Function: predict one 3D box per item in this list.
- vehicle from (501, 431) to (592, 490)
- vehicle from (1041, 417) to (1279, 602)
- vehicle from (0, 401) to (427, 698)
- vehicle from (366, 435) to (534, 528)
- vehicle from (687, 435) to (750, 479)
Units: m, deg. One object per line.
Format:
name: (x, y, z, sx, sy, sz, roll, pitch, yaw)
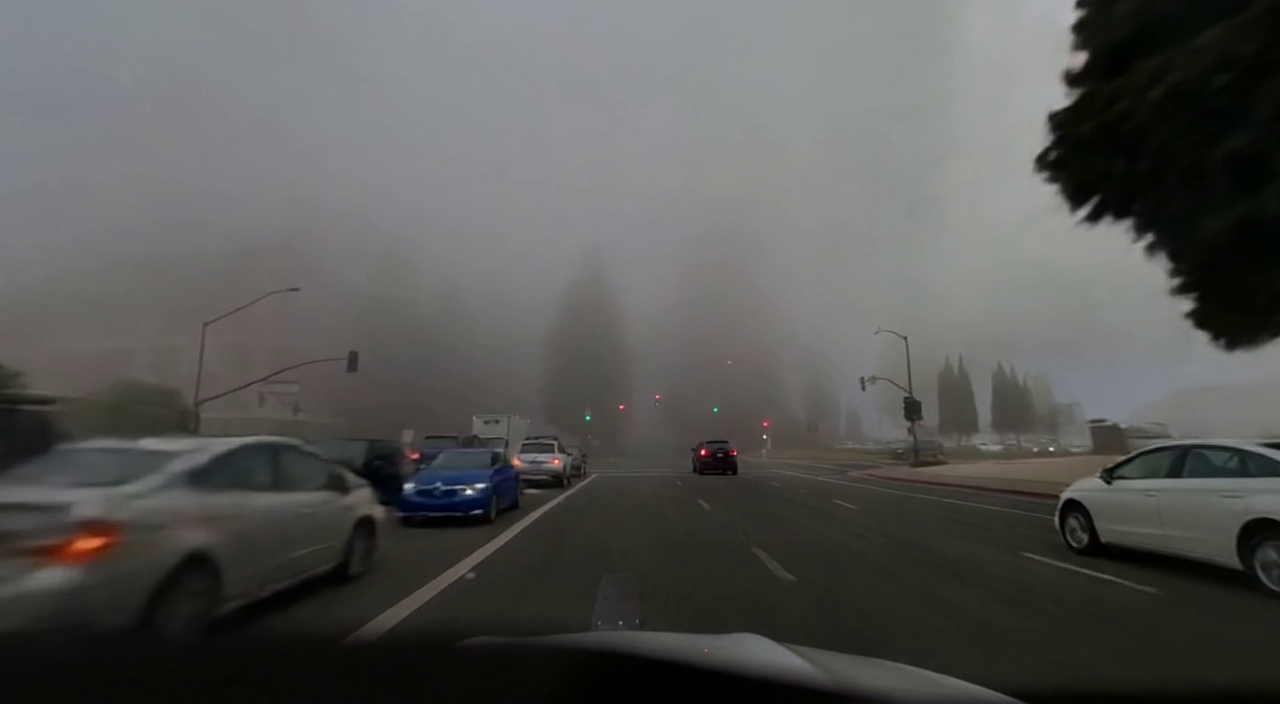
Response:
vehicle: (-3.078, 3.771, 22.296, 2.313, 1.752, 6.152, 0, -9, -1)
vehicle: (6.642, 1.541, 6.603, 2.000, 1.618, 4.238, 0, -9, -1)
vehicle: (-3.600, 1.392, 5.622, 1.948, 1.595, 4.256, 0, -9, -1)
vehicle: (-3.507, 2.470, 12.706, 1.923, 1.494, 4.672, 0, -9, 0)
vehicle: (3.384, 4.633, 28.197, 2.095, 1.759, 4.862, 0, -9, -1)
